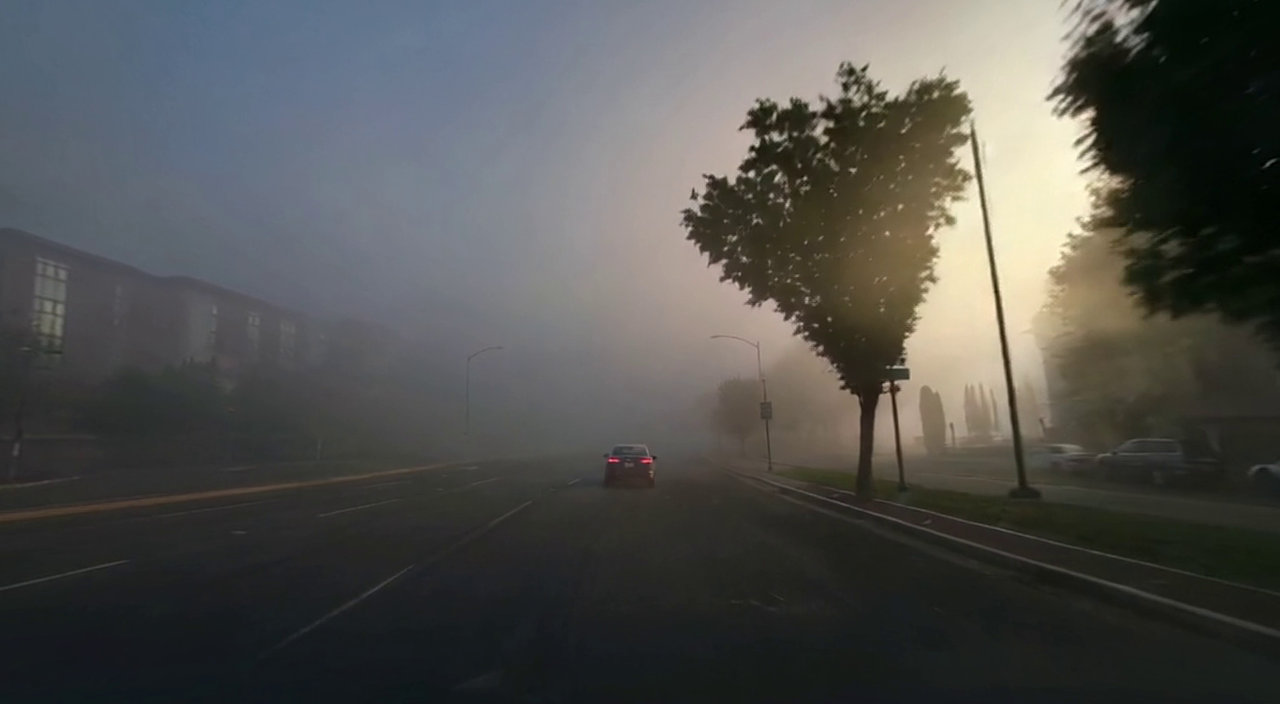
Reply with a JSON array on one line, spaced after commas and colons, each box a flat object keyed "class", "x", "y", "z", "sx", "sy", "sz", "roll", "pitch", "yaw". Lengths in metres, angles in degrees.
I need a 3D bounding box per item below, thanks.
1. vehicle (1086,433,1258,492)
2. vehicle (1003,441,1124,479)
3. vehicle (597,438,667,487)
[{"class": "vehicle", "x": 17.429, "y": 3.596, "z": 21.068, "sx": 1.942, "sy": 1.690, "sz": 4.453, "roll": -2, "pitch": -8, "yaw": 3}, {"class": "vehicle", "x": 17.516, "y": 4.470, "z": 26.471, "sx": 1.857, "sy": 1.441, "sz": 4.721, "roll": 0, "pitch": -8, "yaw": 1}, {"class": "vehicle", "x": -0.193, "y": 3.708, "z": 21.503, "sx": 2.133, "sy": 1.481, "sz": 4.276, "roll": 0, "pitch": -8, "yaw": 1}]
